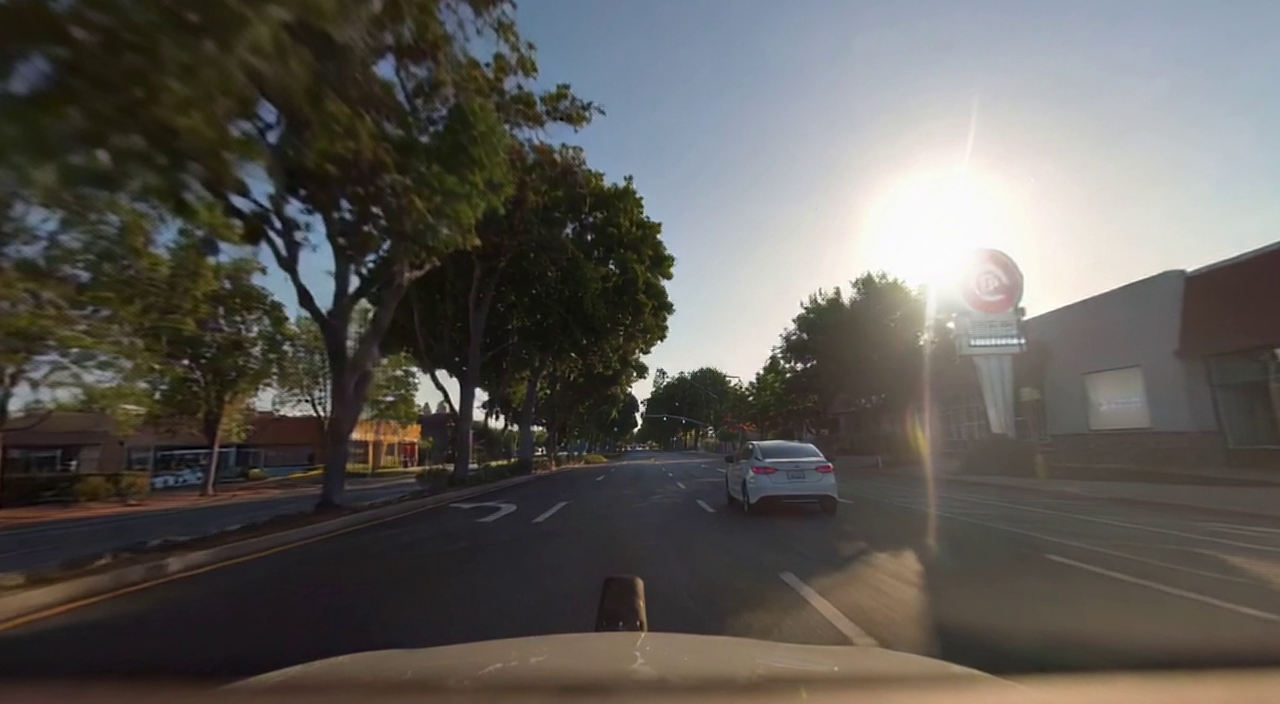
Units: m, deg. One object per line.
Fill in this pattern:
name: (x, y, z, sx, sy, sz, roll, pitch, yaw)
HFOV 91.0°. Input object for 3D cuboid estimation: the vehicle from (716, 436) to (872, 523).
vehicle: (2.914, 2.531, 13.073, 2.015, 1.479, 4.444, 0, -9, -1)
